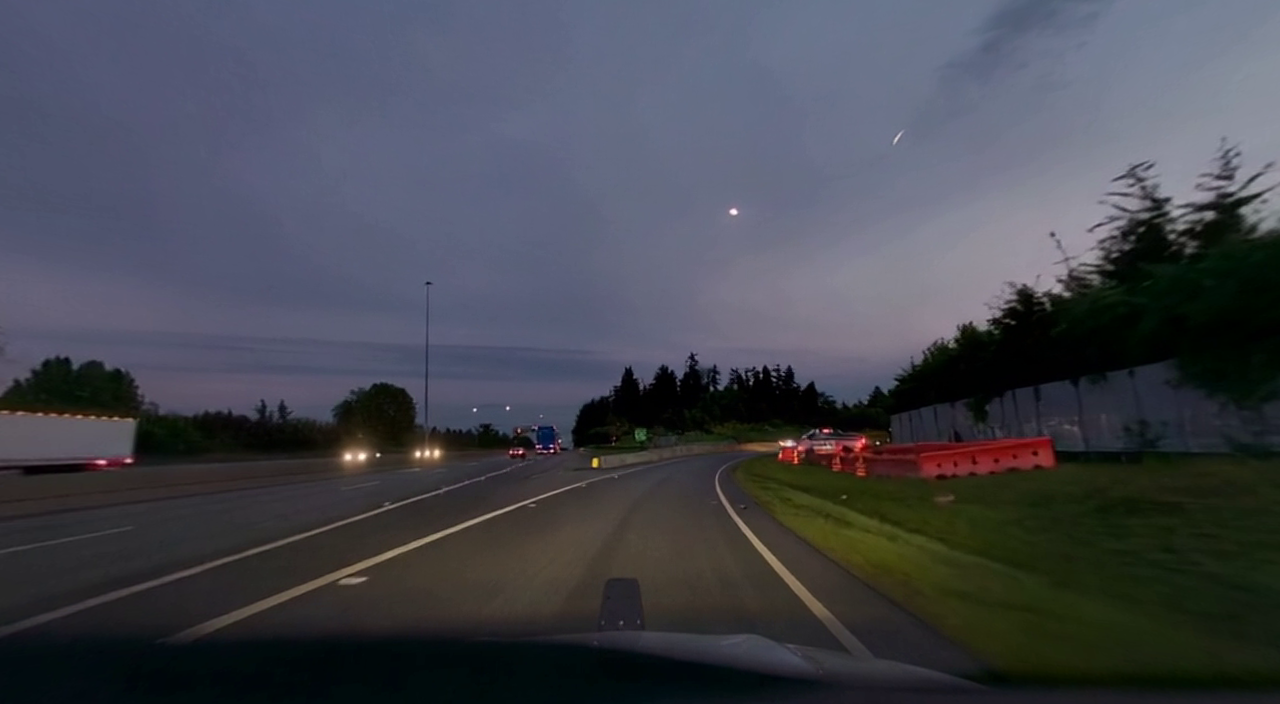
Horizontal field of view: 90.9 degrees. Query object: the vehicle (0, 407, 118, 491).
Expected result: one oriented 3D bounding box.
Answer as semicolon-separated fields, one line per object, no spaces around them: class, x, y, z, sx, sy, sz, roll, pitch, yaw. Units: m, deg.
vehicle;-32.552;4.730;30.738;2.880;4.029;14.388;0;-9;-4
